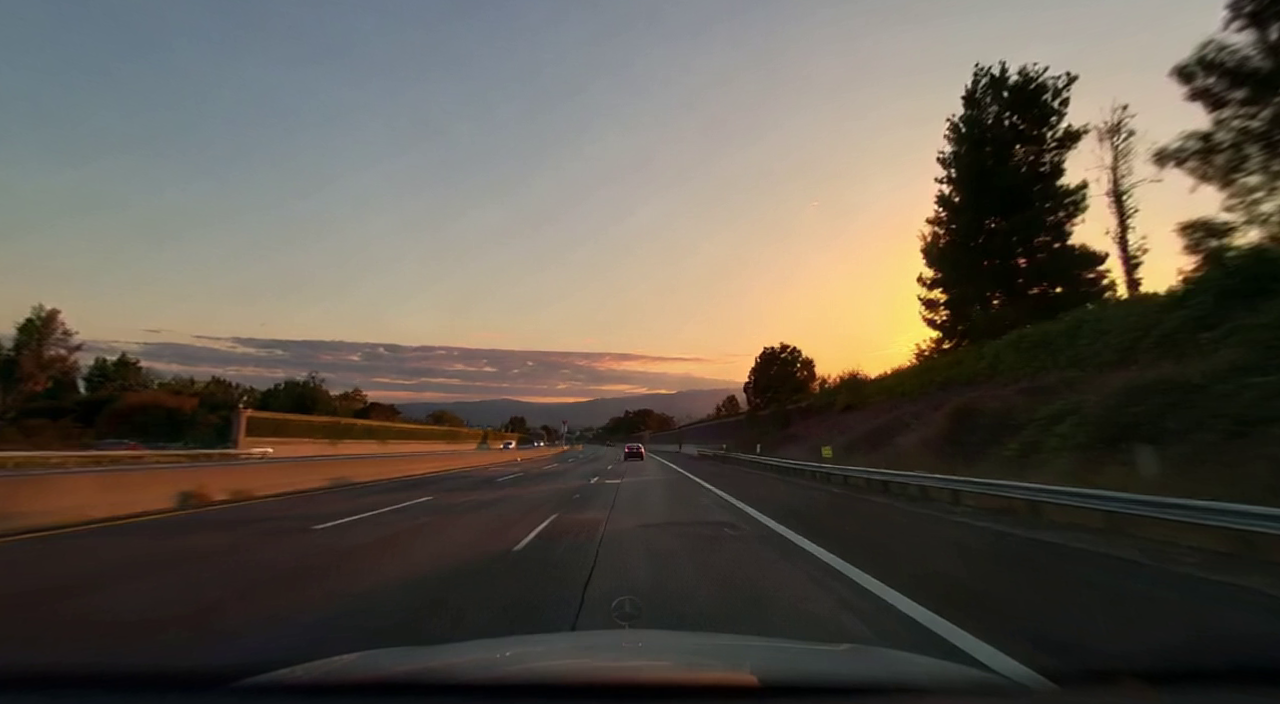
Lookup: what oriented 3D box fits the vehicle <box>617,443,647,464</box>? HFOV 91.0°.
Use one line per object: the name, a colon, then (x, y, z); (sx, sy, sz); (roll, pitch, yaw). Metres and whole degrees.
vehicle: (-0.596, 7.508, 46.699); (2.083, 1.524, 4.251); (0, -8, 0)
